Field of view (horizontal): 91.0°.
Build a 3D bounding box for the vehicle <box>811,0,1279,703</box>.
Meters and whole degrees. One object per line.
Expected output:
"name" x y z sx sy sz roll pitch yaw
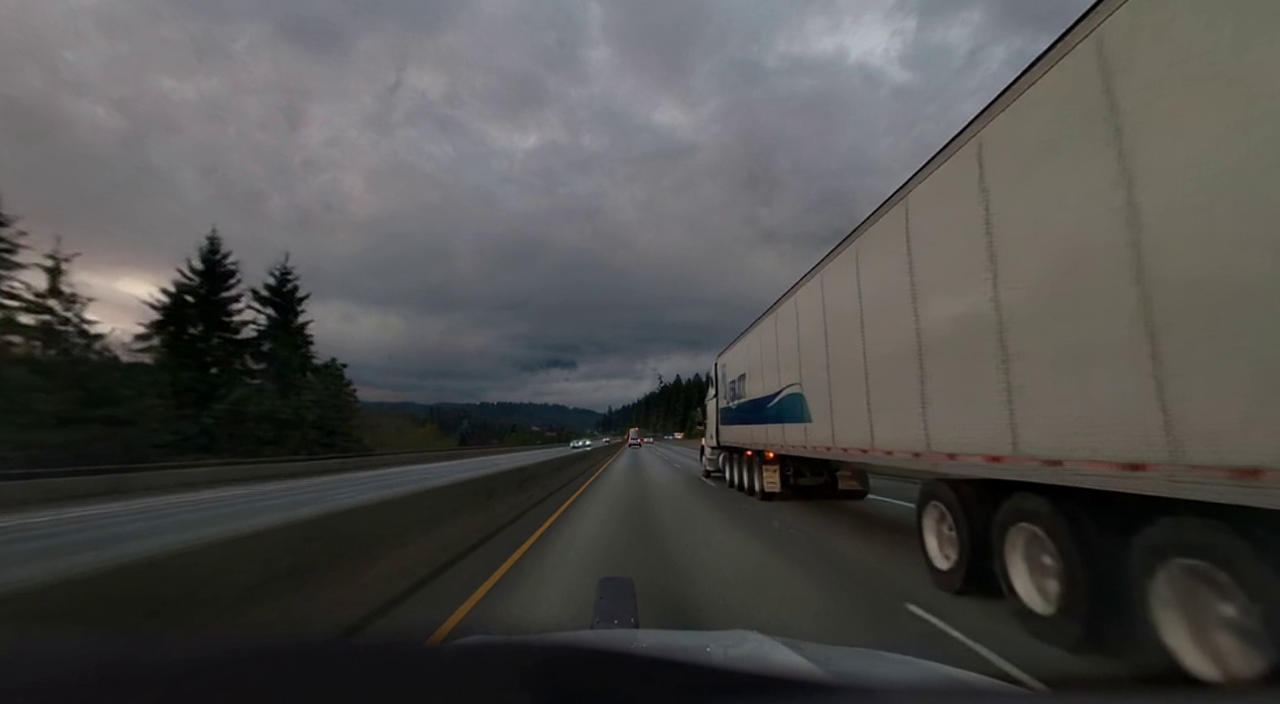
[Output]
"vehicle" 3.999 0.022 4.481 3.006 3.850 8.310 0 -8 -1
